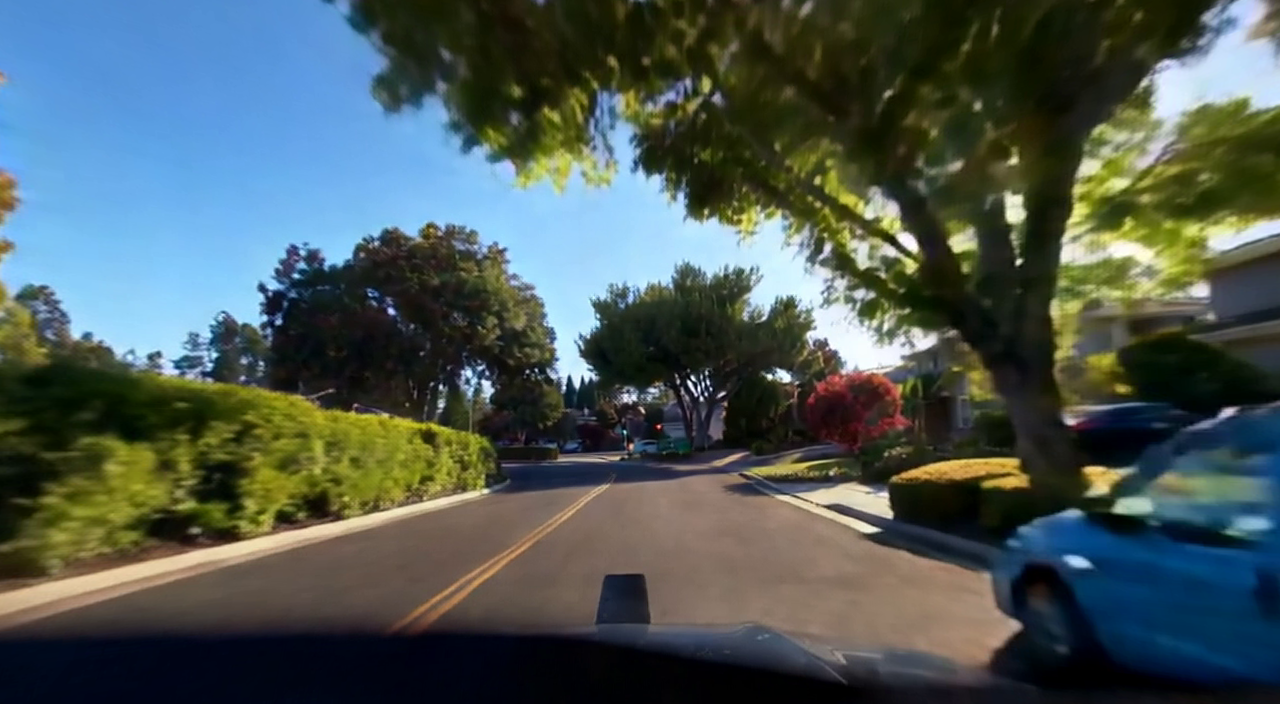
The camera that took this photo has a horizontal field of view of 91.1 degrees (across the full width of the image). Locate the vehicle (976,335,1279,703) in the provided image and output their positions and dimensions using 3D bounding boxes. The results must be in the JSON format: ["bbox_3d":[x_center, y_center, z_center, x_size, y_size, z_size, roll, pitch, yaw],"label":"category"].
[{"bbox_3d":[3.719,0.835,2.318,2.323,1.849,4.691,0,-8,0],"label":"vehicle"}]
